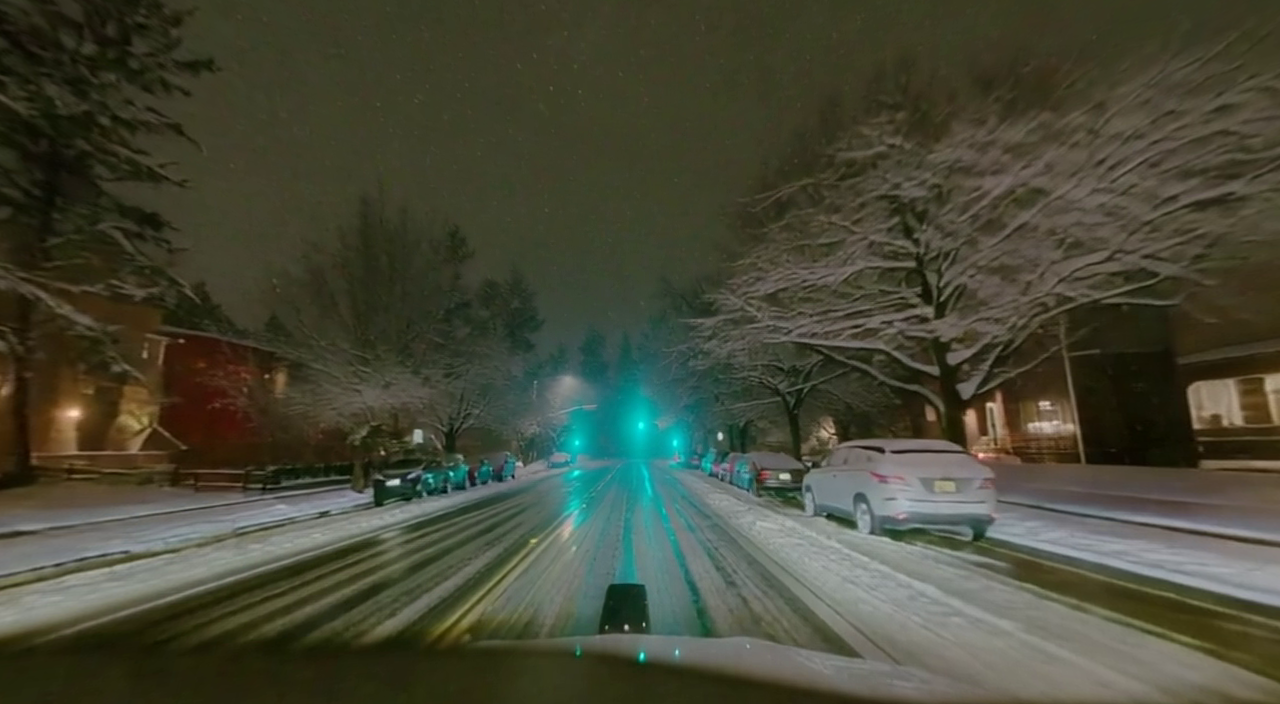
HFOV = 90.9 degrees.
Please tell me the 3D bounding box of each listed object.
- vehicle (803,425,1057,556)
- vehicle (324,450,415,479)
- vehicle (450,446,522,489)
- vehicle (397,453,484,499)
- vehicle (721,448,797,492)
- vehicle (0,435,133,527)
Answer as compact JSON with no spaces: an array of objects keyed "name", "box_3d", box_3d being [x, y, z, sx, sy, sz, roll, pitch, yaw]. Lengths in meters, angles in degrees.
[{"name":"vehicle","box_3d":[4.527,2.220,10.925,2.137,1.747,4.797,0,-8,1]},{"name":"vehicle","box_3d":[-16.623,6.906,38.942,4.619,1.708,2.087,0,-8,-1]},{"name":"vehicle","box_3d":[-7.352,5.519,30.609,2.218,1.807,5.032,-1,-8,0]},{"name":"vehicle","box_3d":[-7.691,4.795,24.737,1.971,1.479,4.307,-1,-8,1]},{"name":"vehicle","box_3d":[4.415,4.430,24.150,2.048,1.469,4.673,0,-8,1]},{"name":"vehicle","box_3d":[-13.858,2.792,14.016,3.513,1.829,1.976,-1,-8,7]}]
